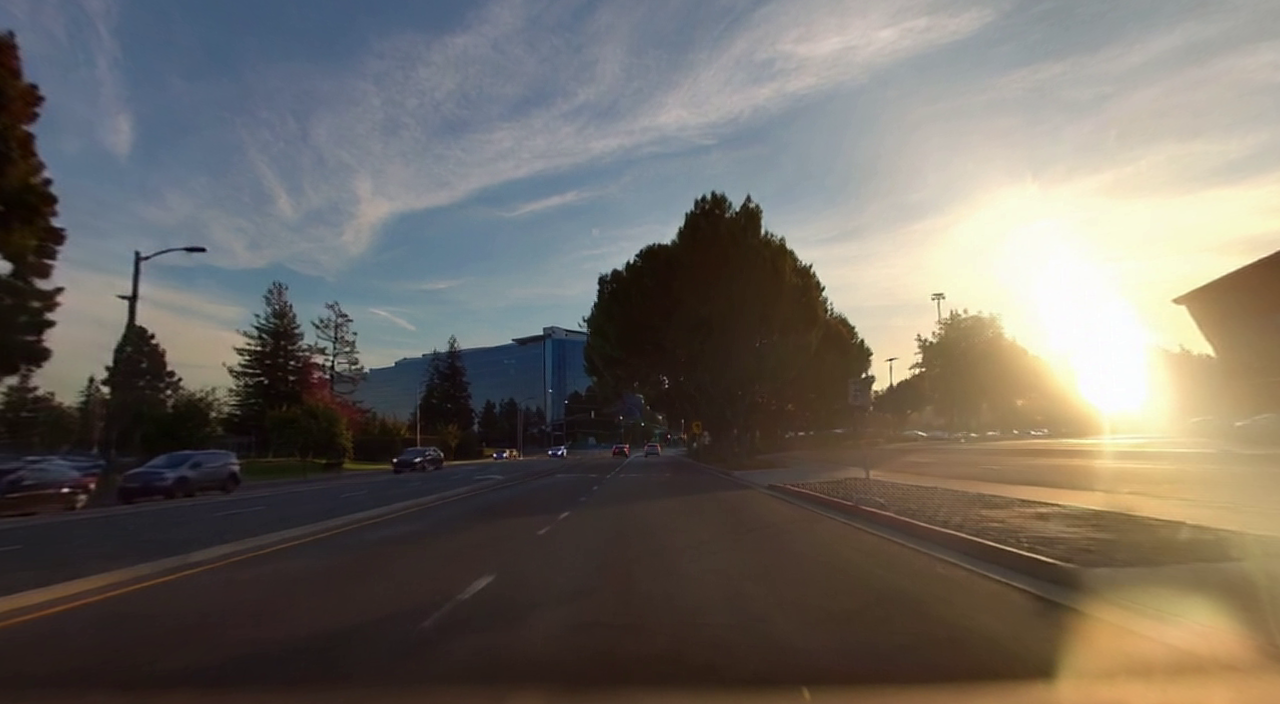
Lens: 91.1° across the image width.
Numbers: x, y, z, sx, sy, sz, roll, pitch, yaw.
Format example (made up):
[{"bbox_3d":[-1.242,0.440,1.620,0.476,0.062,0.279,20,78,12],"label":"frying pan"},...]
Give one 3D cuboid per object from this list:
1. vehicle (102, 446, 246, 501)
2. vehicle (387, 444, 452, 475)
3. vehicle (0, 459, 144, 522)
[{"bbox_3d":[-17.295,4.498,23.651,1.998,1.724,4.486,-3,-9,0],"label":"vehicle"},{"bbox_3d":[-13.353,6.514,38.394,2.145,1.754,4.777,0,-8,1],"label":"vehicle"},{"bbox_3d":[-17.388,3.903,18.063,1.955,1.486,5.112,-1,-8,2],"label":"vehicle"}]
